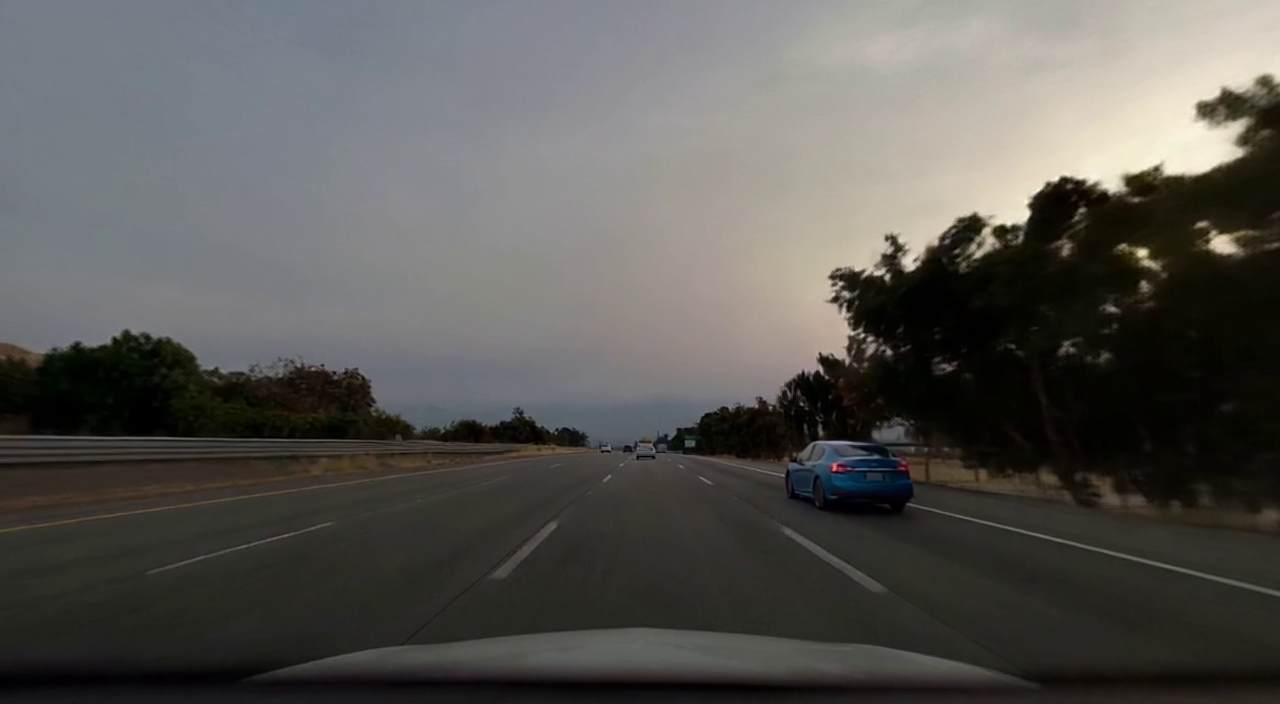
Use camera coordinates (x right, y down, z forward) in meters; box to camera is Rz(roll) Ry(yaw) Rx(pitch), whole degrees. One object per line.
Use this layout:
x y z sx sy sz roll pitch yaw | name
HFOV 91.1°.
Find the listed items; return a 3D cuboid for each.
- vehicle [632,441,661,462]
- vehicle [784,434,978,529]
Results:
0.434 7.199 45.546 2.052 1.449 3.857 0 -8 0 | vehicle
4.453 2.444 12.549 2.008 1.524 4.598 0 -8 -1 | vehicle
